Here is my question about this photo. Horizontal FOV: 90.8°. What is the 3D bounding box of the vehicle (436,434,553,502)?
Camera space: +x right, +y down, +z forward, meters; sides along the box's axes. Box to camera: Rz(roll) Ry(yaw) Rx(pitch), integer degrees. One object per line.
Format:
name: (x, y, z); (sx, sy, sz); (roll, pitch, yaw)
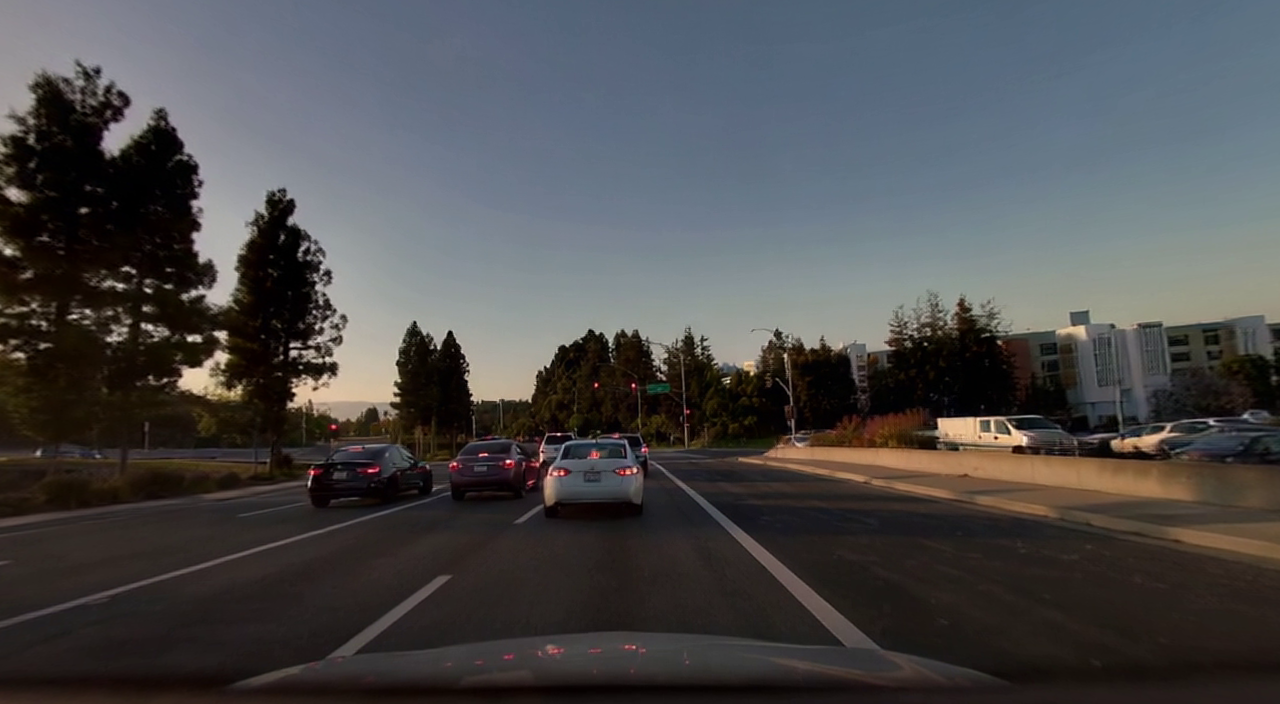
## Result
vehicle: (-3.562, 2.928, 16.393); (1.920, 1.480, 4.549); (0, -8, 1)

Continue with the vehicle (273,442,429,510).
vehicle: (-7.051, 3.044, 16.021); (1.852, 1.458, 4.422); (0, -8, 0)

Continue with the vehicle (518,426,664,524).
vehicle: (-0.771, 2.225, 11.973); (2.231, 1.481, 4.489); (0, -8, -1)
